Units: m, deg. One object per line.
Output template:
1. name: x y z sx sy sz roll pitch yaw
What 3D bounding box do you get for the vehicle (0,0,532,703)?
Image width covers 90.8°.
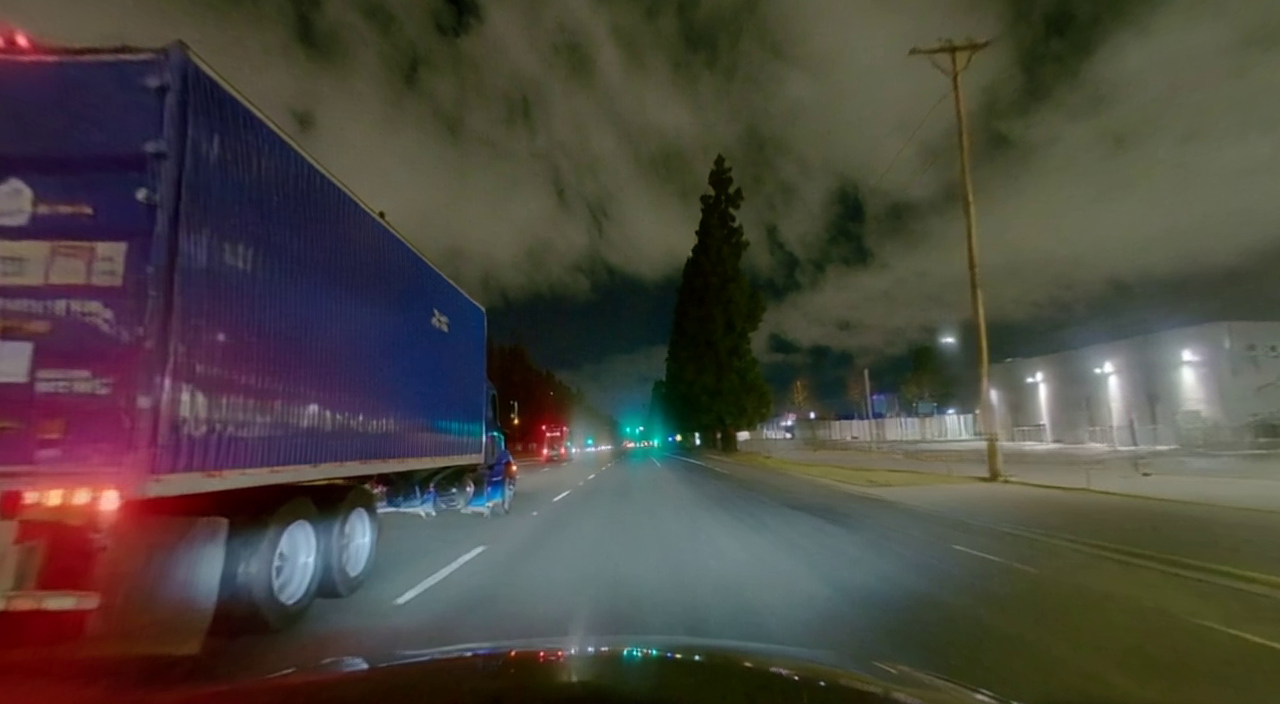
1. vehicle: -3.453 0.556 6.754 2.910 3.419 8.376 0 -8 1
